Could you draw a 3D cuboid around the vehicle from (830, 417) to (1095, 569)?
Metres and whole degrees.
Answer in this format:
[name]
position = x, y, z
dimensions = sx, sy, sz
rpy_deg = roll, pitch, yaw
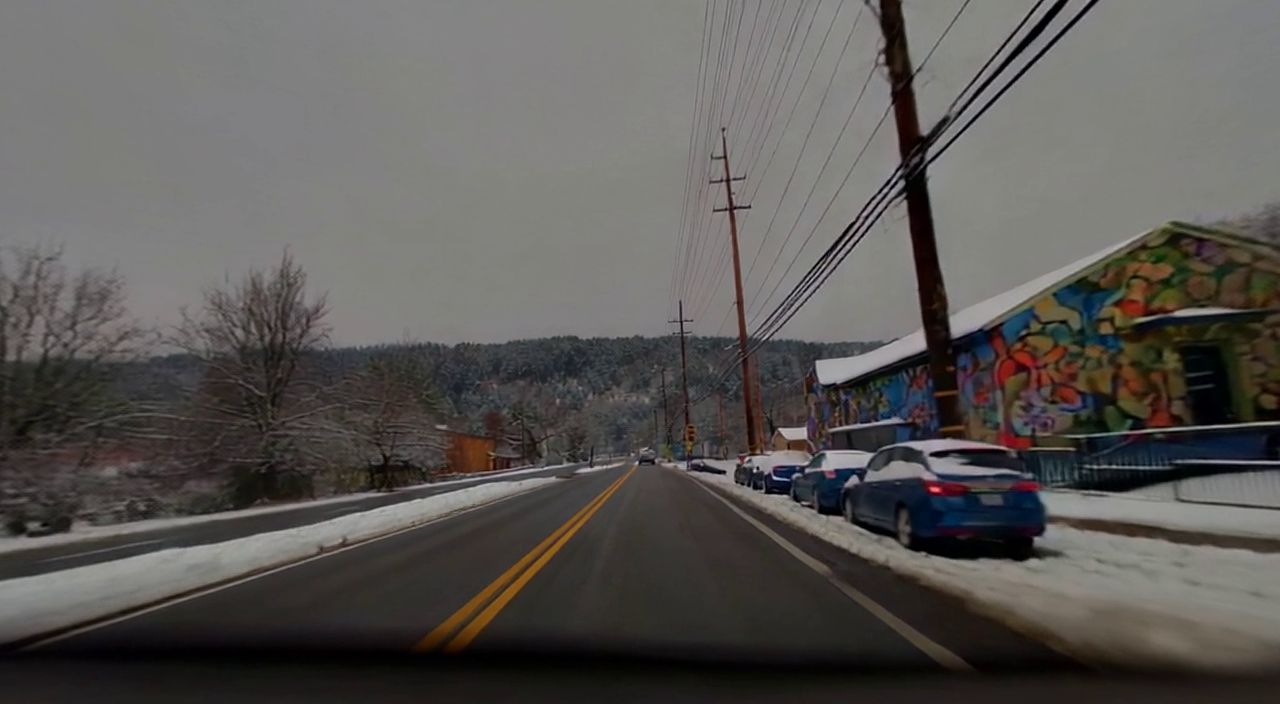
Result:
[vehicle]
position = 5.239, 2.413, 11.219
dimensions = 2.072, 1.889, 4.468
rpy_deg = -6, -11, -2
